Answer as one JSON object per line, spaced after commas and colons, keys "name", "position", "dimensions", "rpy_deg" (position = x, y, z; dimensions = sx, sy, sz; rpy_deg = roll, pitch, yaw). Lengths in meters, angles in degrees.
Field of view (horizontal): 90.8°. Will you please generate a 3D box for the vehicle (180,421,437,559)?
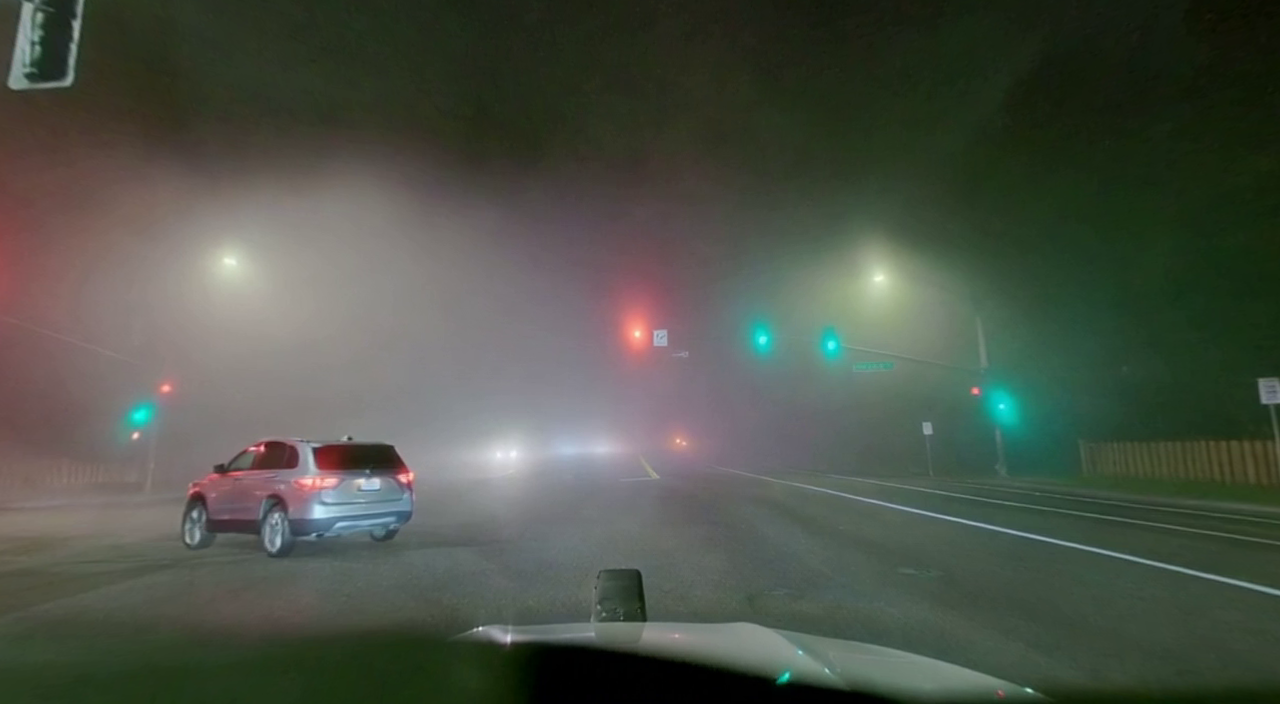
{"name": "vehicle", "position": [-5.813, 2.205, 10.895], "dimensions": [4.580, 1.827, 2.230], "rpy_deg": [-7, -11, 40]}
